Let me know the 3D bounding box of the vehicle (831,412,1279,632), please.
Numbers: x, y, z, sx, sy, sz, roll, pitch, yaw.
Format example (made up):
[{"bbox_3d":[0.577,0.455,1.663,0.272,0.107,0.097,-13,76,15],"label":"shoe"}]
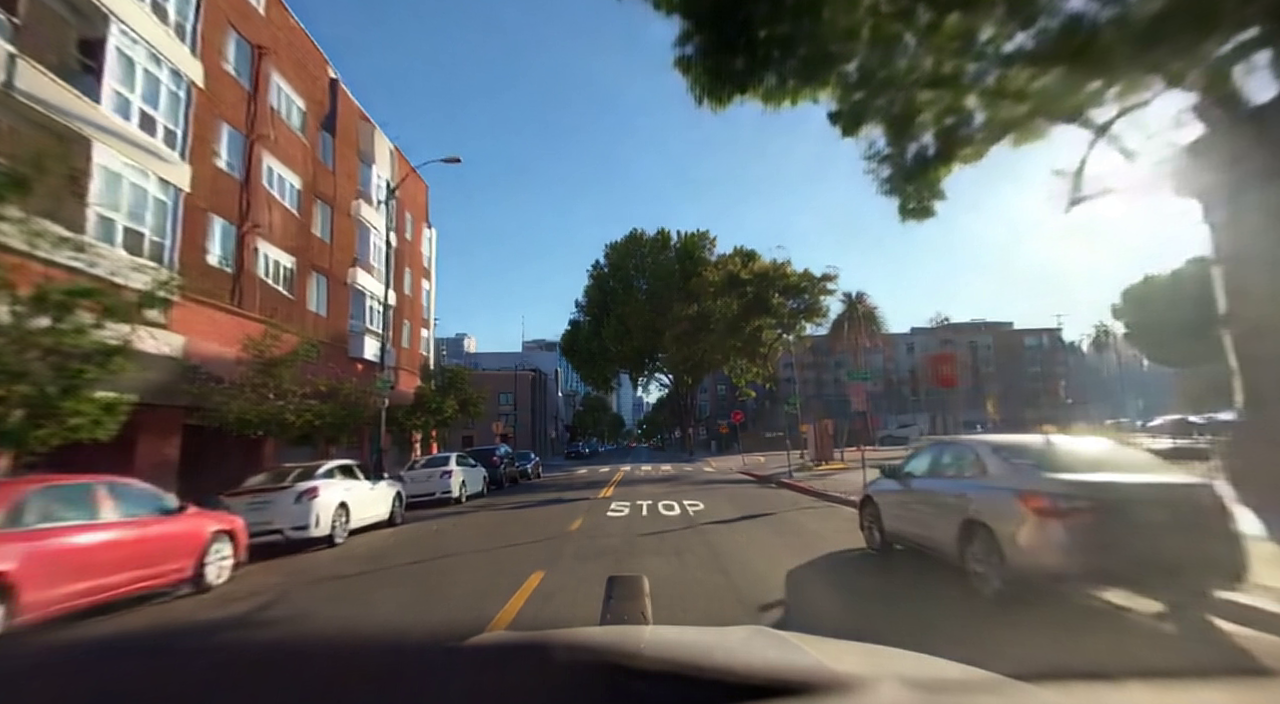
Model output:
[{"bbox_3d":[3.784,1.520,6.705,1.978,1.554,4.192,0,-8,-3],"label":"vehicle"}]

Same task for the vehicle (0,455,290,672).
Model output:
[{"bbox_3d":[-5.503,1.724,5.692,1.873,1.448,5.013,0,-8,-1],"label":"vehicle"}]

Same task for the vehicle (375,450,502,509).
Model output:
[{"bbox_3d":[-5.566,3.563,18.134,2.131,1.407,4.547,0,-8,0],"label":"vehicle"}]

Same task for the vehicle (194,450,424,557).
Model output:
[{"bbox_3d":[-5.548,2.543,11.351,1.834,1.463,4.337,0,-8,-1],"label":"vehicle"}]
